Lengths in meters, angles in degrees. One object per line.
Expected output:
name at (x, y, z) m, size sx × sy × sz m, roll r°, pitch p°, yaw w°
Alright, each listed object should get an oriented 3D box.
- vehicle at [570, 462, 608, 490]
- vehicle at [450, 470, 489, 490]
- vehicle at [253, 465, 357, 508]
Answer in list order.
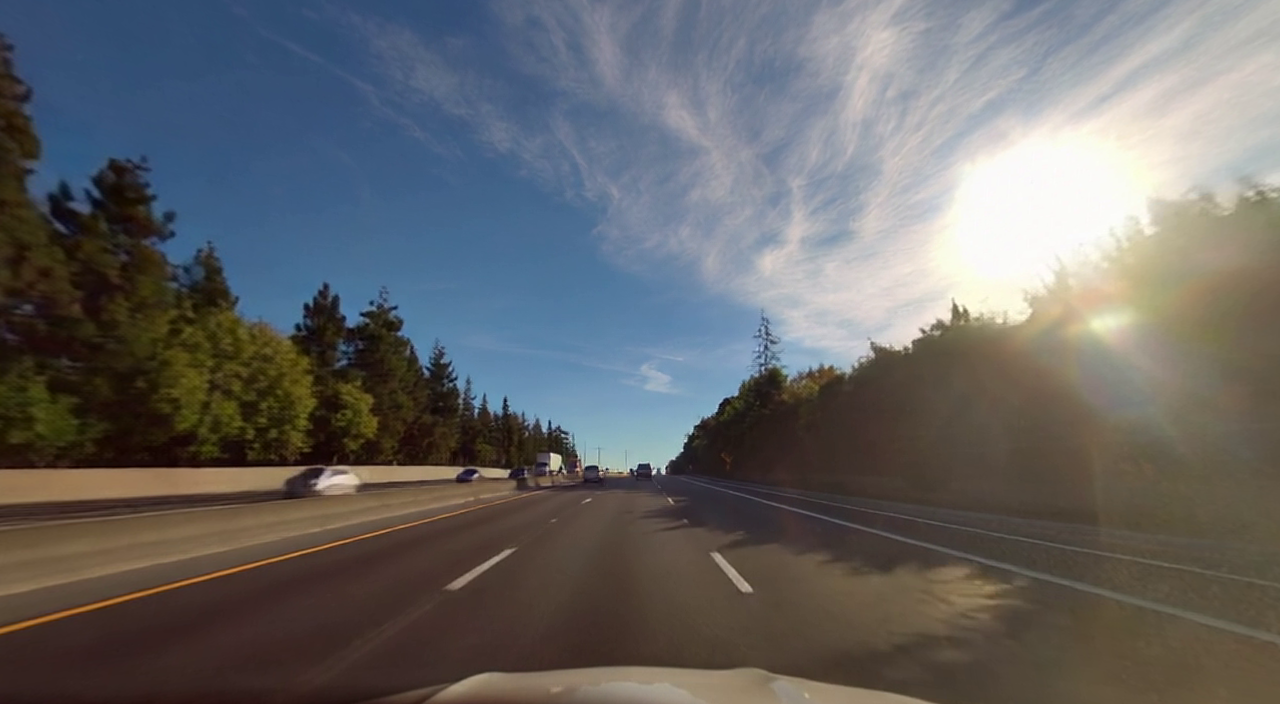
vehicle at (-3.549, 8.801, 44.839) m, size 2.233 × 1.791 × 4.981 m, roll 1°, pitch -11°, yaw 0°
vehicle at (-12.624, 9.507, 46.926) m, size 1.660 × 1.407 × 4.064 m, roll 1°, pitch -11°, yaw 1°
vehicle at (-12.610, 5.088, 24.026) m, size 1.839 × 1.462 × 3.751 m, roll 1°, pitch -11°, yaw 0°
